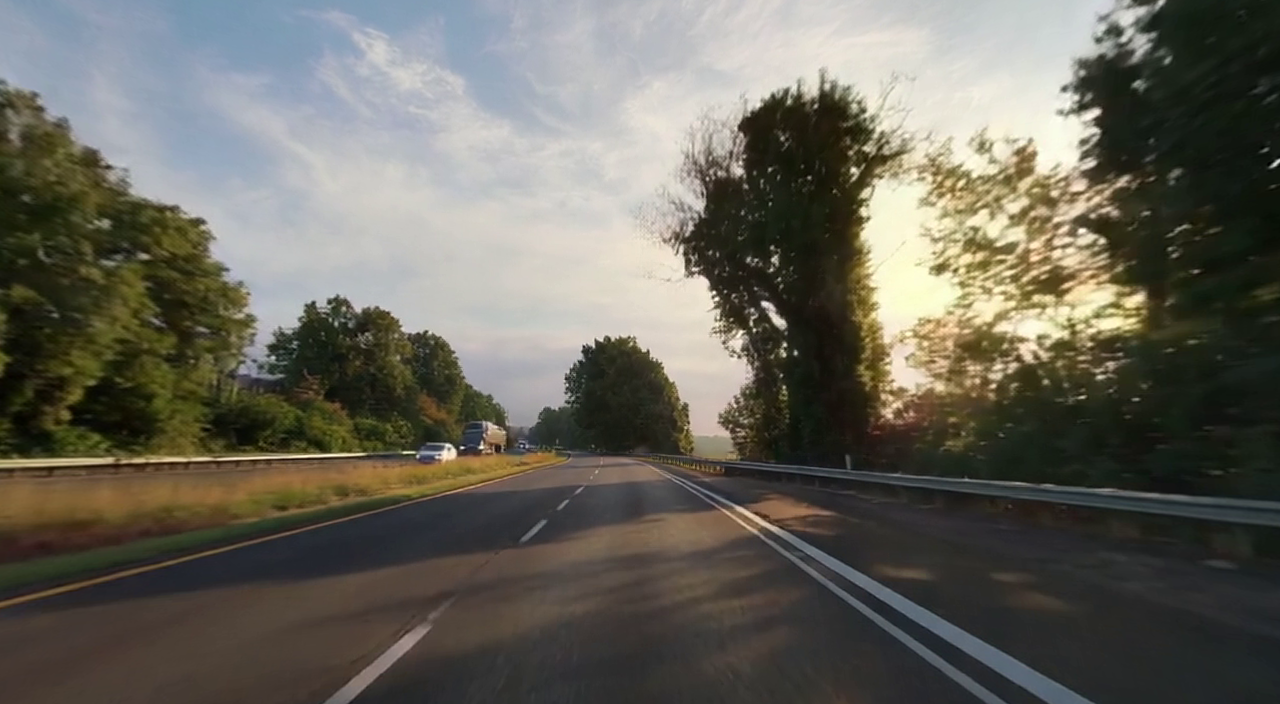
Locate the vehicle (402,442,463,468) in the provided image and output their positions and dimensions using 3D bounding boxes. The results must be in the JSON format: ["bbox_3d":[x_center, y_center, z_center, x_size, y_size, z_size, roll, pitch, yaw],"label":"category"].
[{"bbox_3d":[-12.999,6.475,39.714,2.540,1.509,4.188,0,-9,-2],"label":"vehicle"}]
